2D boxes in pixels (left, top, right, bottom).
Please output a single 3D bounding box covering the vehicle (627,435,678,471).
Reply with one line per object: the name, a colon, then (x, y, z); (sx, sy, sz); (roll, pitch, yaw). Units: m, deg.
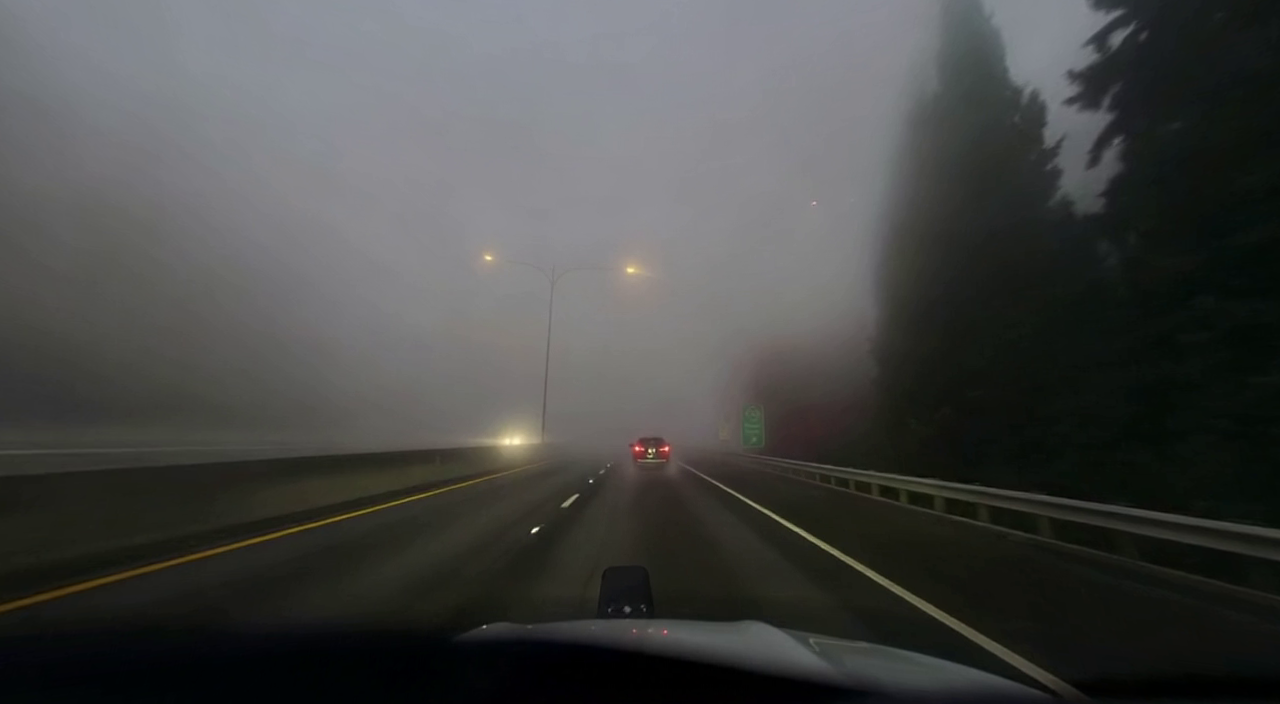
vehicle: (0.514, 4.566, 28.639); (2.130, 1.512, 4.057); (0, -8, 0)
